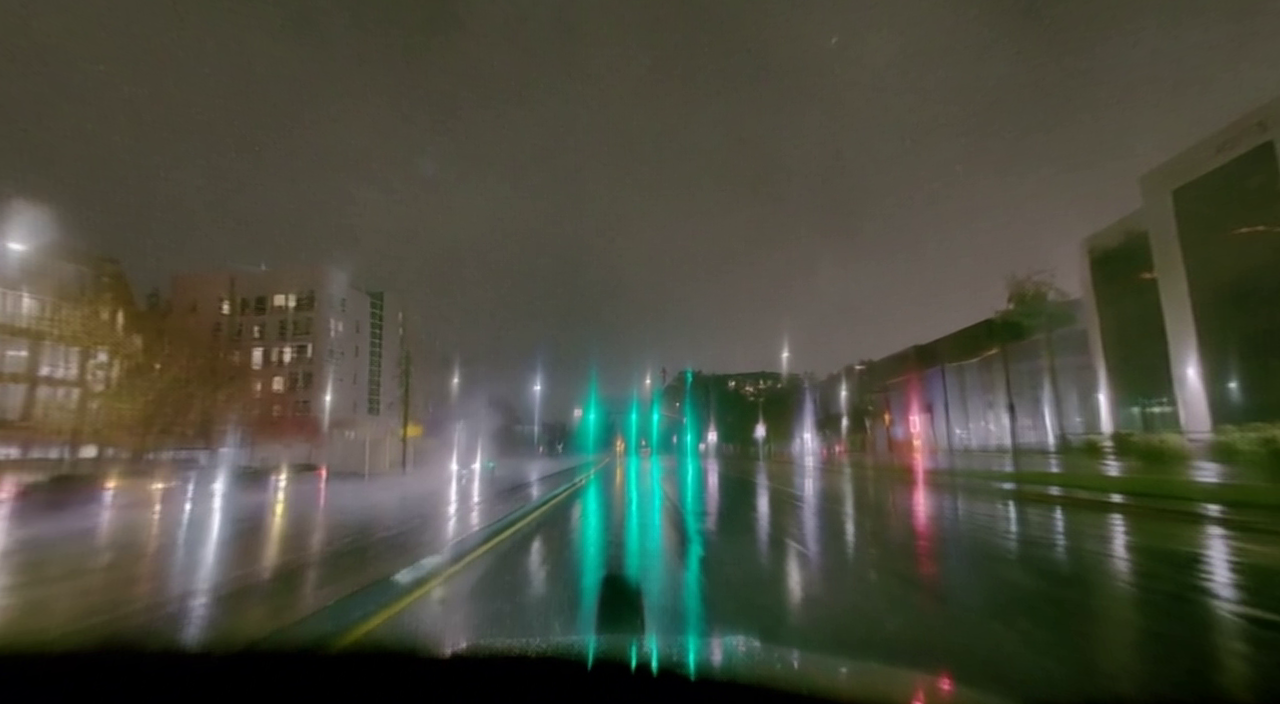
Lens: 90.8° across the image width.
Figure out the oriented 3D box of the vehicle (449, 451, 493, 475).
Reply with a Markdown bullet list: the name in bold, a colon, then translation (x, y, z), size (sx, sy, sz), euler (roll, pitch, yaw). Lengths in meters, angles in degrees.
- **vehicle**: translation (-12.172, 8.012, 45.795), size (1.918, 1.546, 4.683), euler (0, -9, 0)

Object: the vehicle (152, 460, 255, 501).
- **vehicle**: translation (-20.008, 5.874, 29.214), size (1.815, 1.629, 4.123), euler (0, -9, -1)

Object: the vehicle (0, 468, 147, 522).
- **vehicle**: translation (-19.862, 4.853, 21.852), size (1.856, 1.479, 4.554), euler (0, -9, 1)

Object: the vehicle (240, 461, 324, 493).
- **vehicle**: translation (-20.022, 6.975, 35.627), size (1.870, 1.486, 5.031), euler (-1, -8, -1)
